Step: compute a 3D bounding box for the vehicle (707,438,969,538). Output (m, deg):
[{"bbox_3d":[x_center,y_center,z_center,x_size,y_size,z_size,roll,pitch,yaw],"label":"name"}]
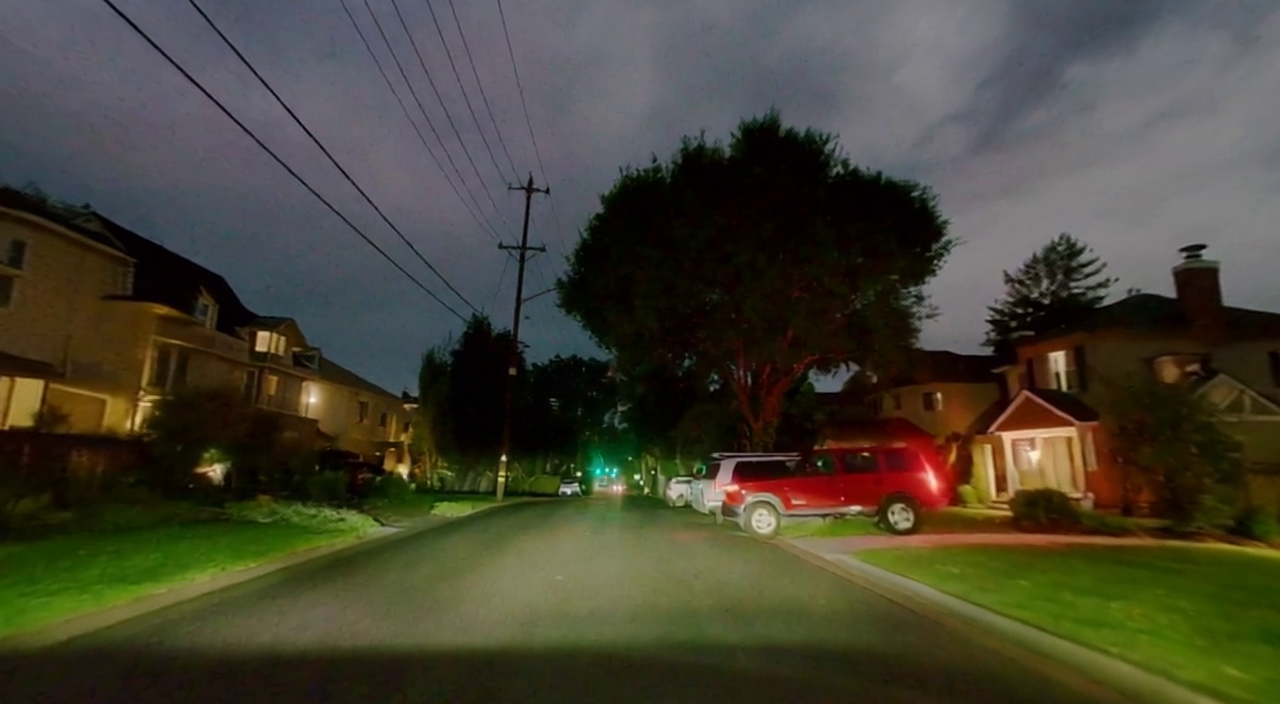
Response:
[{"bbox_3d":[3.678,2.564,12.287,4.413,1.728,1.869,1,-9,-5],"label":"vehicle"}]
